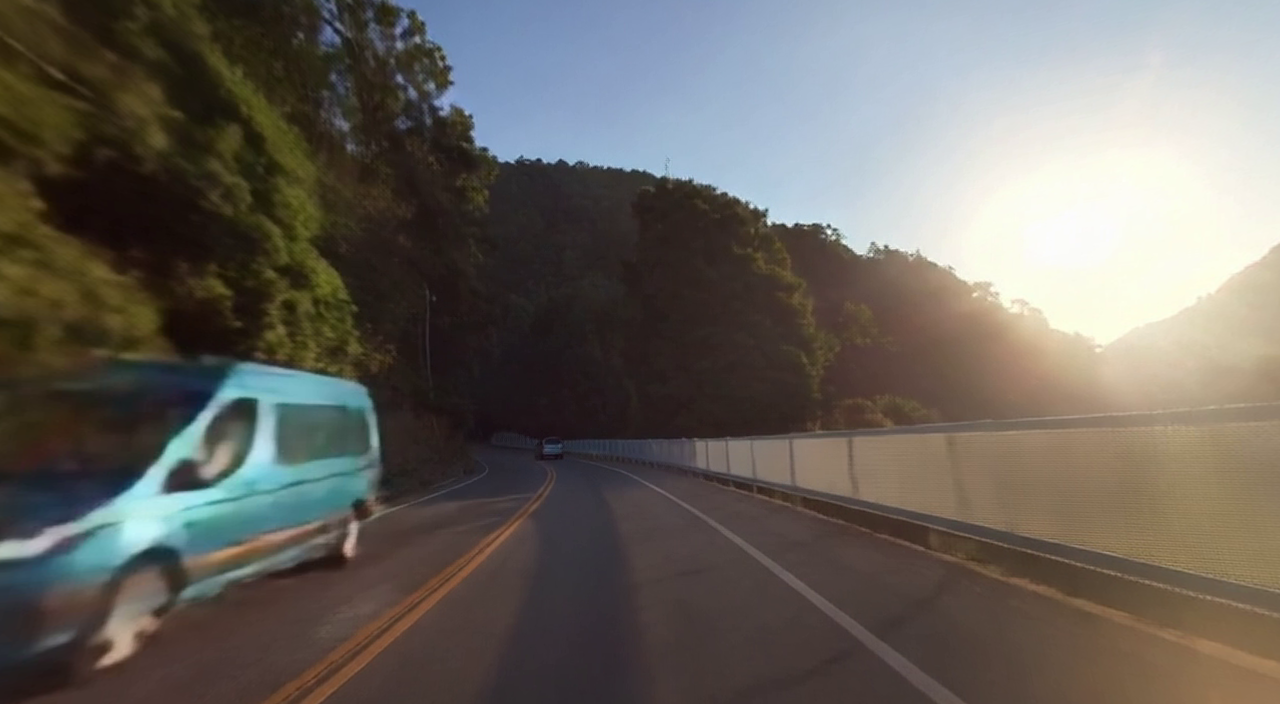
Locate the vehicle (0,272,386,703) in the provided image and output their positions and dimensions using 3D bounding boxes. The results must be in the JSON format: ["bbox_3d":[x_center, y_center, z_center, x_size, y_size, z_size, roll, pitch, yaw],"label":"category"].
[{"bbox_3d":[-4.634,1.119,6.173,2.373,2.488,5.160,0,-9,-4],"label":"vehicle"}]
